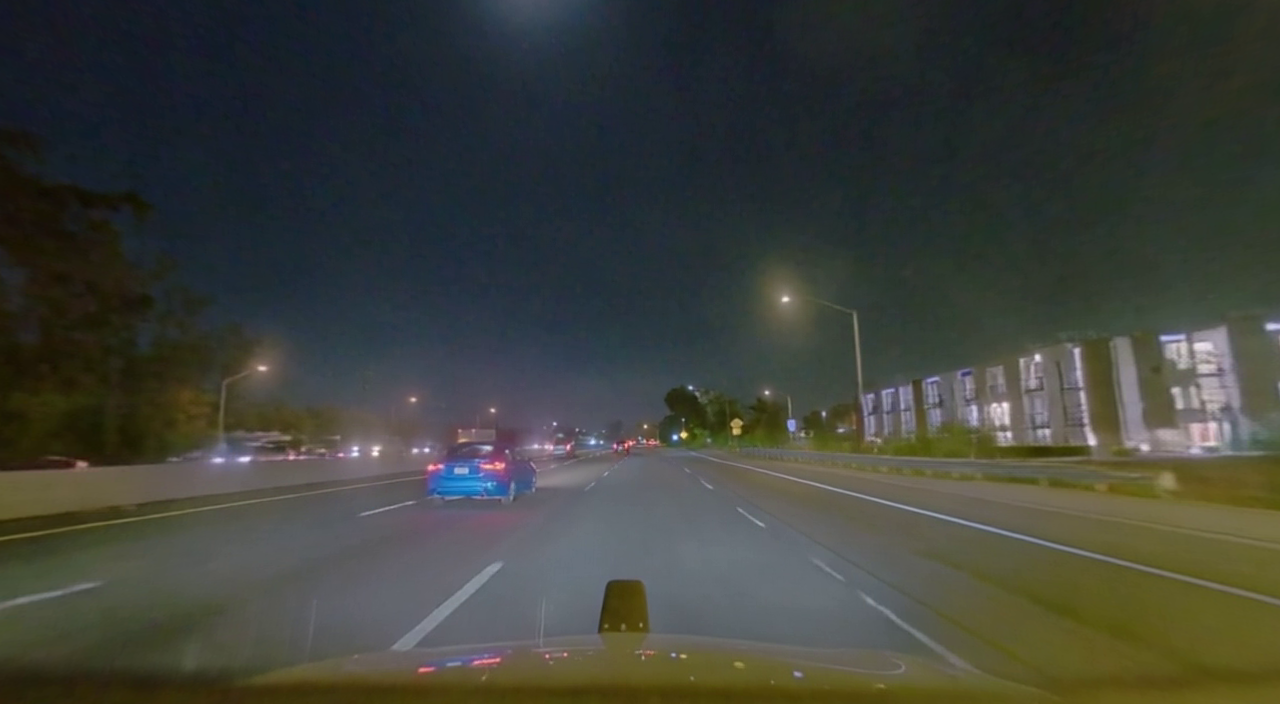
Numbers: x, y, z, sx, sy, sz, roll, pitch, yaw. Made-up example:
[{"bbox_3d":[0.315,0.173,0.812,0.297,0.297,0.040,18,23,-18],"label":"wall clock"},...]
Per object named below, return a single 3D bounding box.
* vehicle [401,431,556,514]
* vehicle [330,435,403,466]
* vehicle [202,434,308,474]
[{"bbox_3d":[-3.419,2.671,14.565,2.144,1.565,4.951,0,-8,2],"label":"vehicle"},{"bbox_3d":[-16.632,6.020,38.690,2.020,1.706,5.332,0,-8,1],"label":"vehicle"},{"bbox_3d":[-20.993,5.578,34.730,2.160,2.020,5.622,0,-8,1],"label":"vehicle"}]
